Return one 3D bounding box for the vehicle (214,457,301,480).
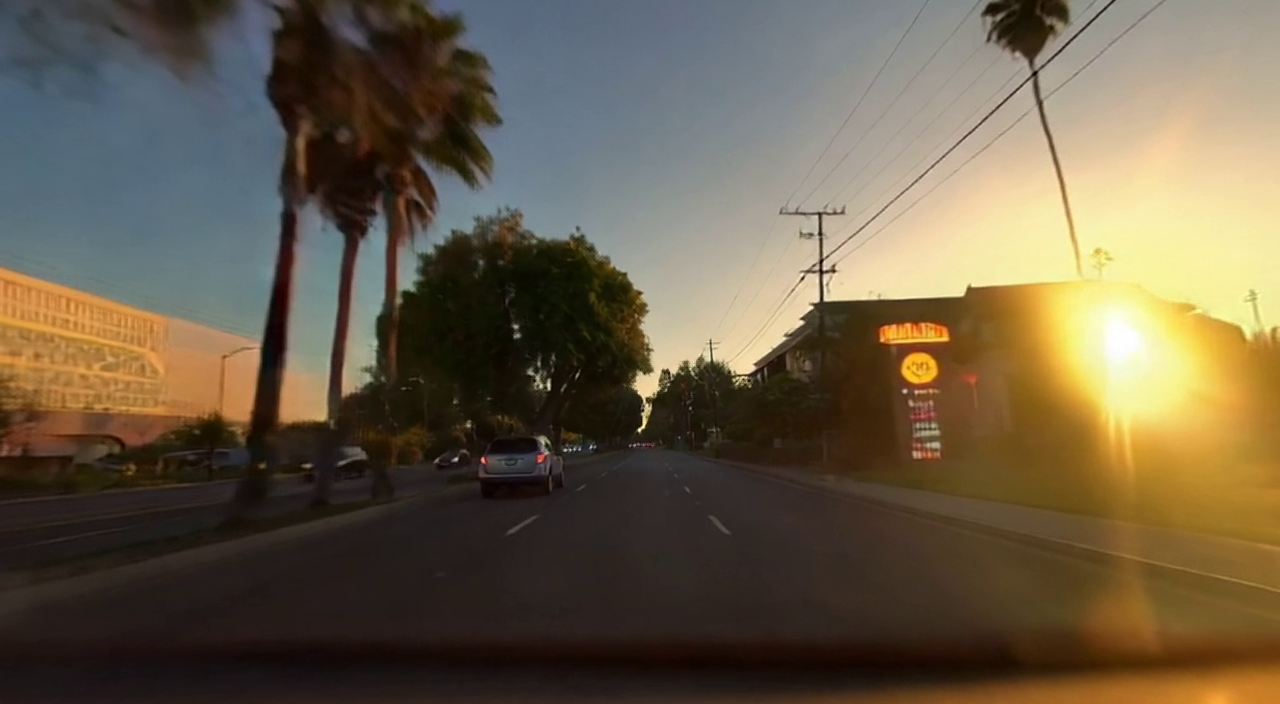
[{"bbox_3d":[-27.041,8.218,44.656,4.782,1.473,2.204,8,-12,-43],"label":"vehicle"}]

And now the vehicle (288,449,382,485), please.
[{"bbox_3d":[-13.915,5.252,29.105,1.960,1.462,4.689,0,-8,1],"label":"vehicle"}]

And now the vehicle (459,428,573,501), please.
[{"bbox_3d":[-3.138,2.963,17.037,2.062,1.693,4.669,0,-8,1],"label":"vehicle"}]
